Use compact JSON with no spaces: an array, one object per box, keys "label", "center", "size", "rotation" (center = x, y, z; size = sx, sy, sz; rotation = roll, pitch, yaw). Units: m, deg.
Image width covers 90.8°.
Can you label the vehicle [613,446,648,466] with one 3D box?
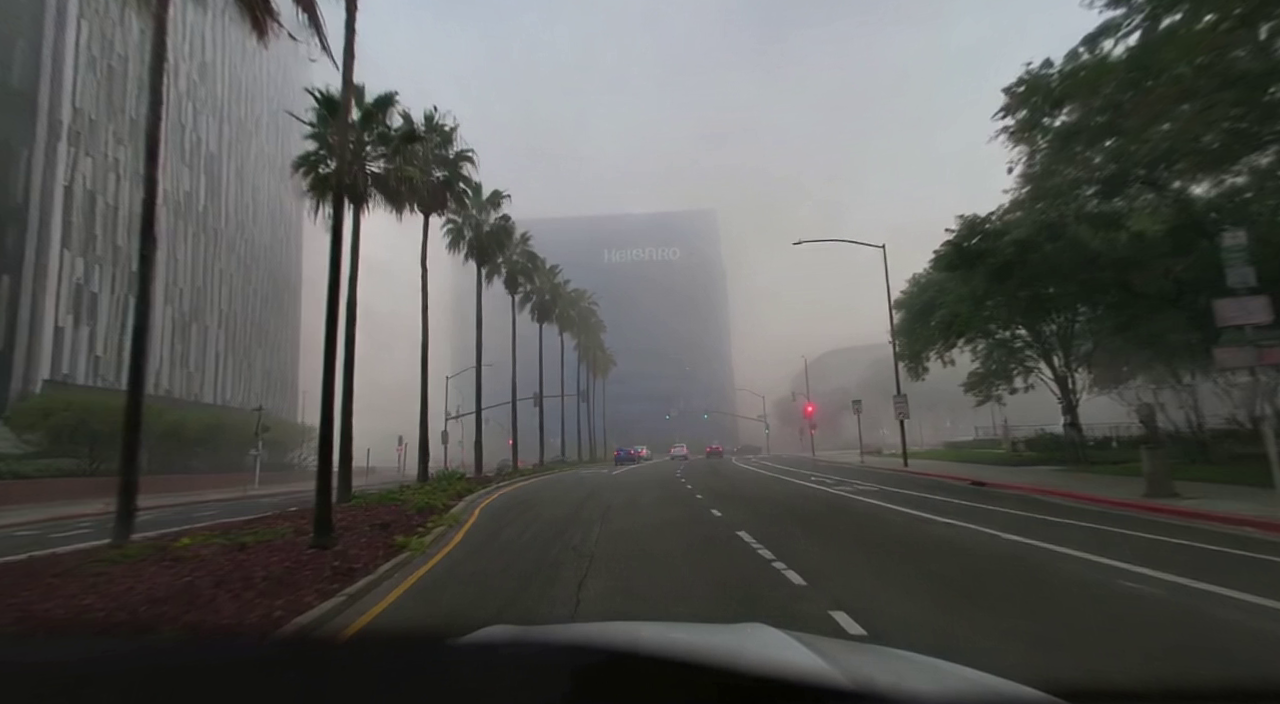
[{"label":"vehicle","center":[-0.688,8.100,49.441],"size":[1.962,1.480,4.605],"rotation":[-2,-9,9]}]
